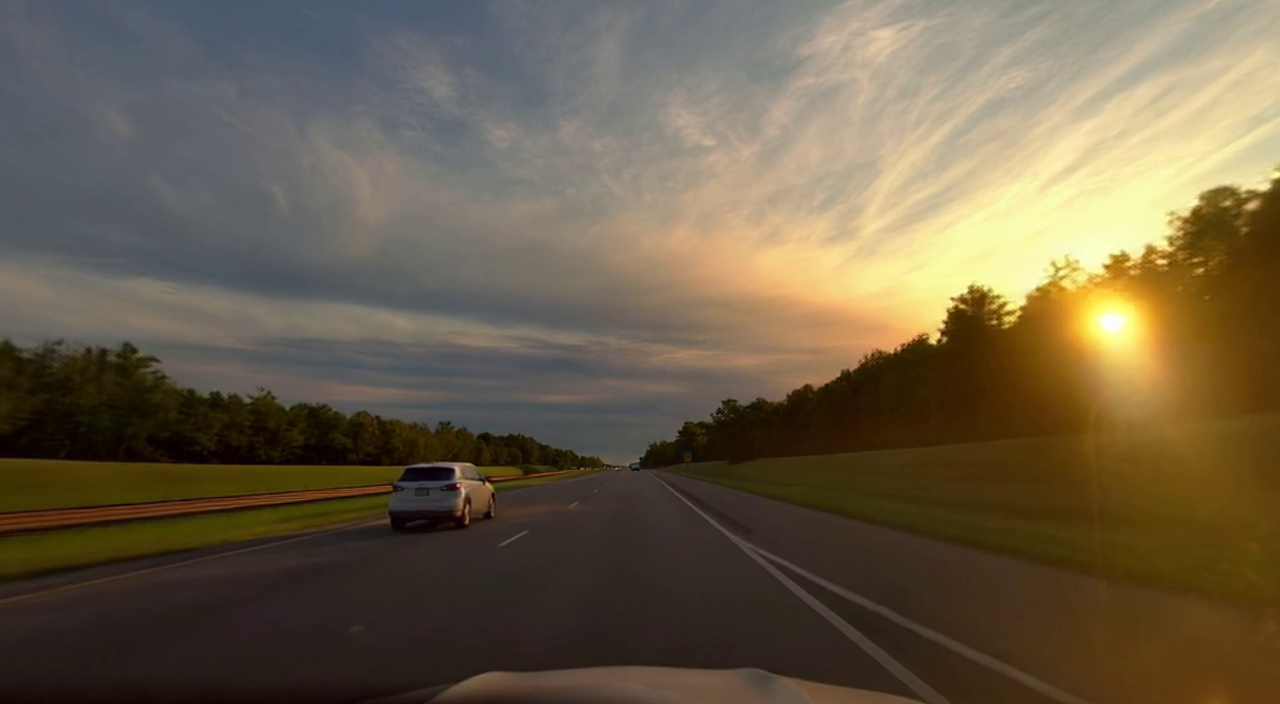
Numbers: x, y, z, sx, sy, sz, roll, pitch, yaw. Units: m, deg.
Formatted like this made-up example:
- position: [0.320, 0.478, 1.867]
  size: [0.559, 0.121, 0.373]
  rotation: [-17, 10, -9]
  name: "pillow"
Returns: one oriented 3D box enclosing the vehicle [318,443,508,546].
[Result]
- position: [-4.119, 2.717, 12.498]
  size: [1.928, 1.593, 4.871]
  rotation: [1, -10, 0]
  name: "vehicle"
